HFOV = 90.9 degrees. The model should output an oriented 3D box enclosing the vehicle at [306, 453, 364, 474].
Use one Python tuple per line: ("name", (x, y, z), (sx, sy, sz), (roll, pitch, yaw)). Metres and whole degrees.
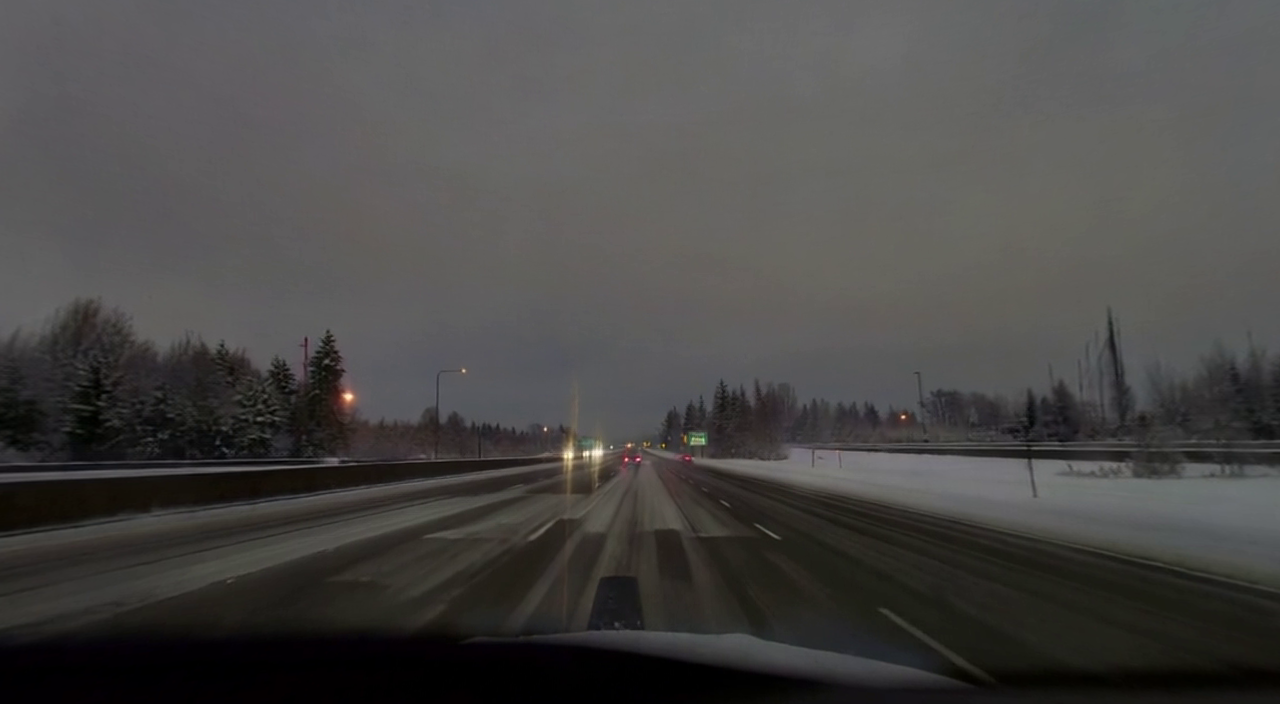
("vehicle", (-22.647, 8.305, 46.982), (2.033, 1.455, 4.424), (0, -9, 1))
